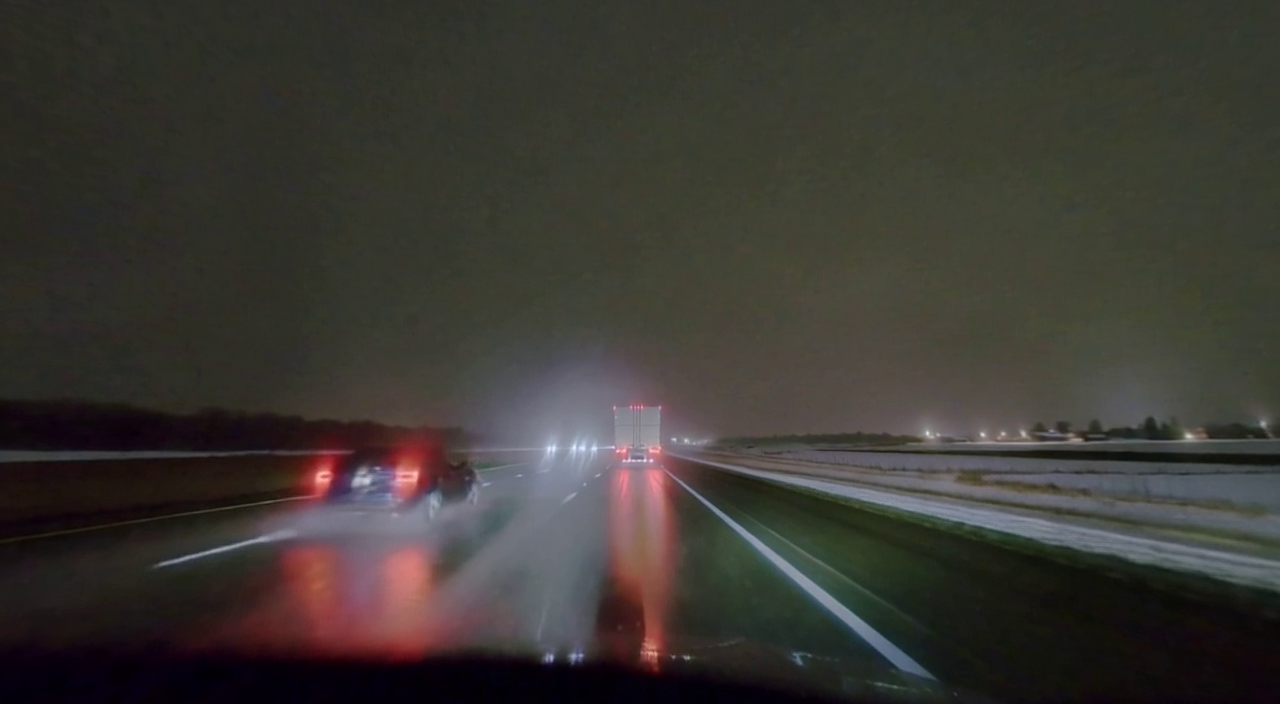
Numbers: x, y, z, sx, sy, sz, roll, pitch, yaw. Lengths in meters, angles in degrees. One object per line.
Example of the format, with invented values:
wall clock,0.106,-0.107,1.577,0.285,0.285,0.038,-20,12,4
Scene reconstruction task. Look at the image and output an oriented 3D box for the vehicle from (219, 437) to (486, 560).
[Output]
vehicle,-4.123,2.176,10.249,1.892,1.471,5.047,0,-9,1
